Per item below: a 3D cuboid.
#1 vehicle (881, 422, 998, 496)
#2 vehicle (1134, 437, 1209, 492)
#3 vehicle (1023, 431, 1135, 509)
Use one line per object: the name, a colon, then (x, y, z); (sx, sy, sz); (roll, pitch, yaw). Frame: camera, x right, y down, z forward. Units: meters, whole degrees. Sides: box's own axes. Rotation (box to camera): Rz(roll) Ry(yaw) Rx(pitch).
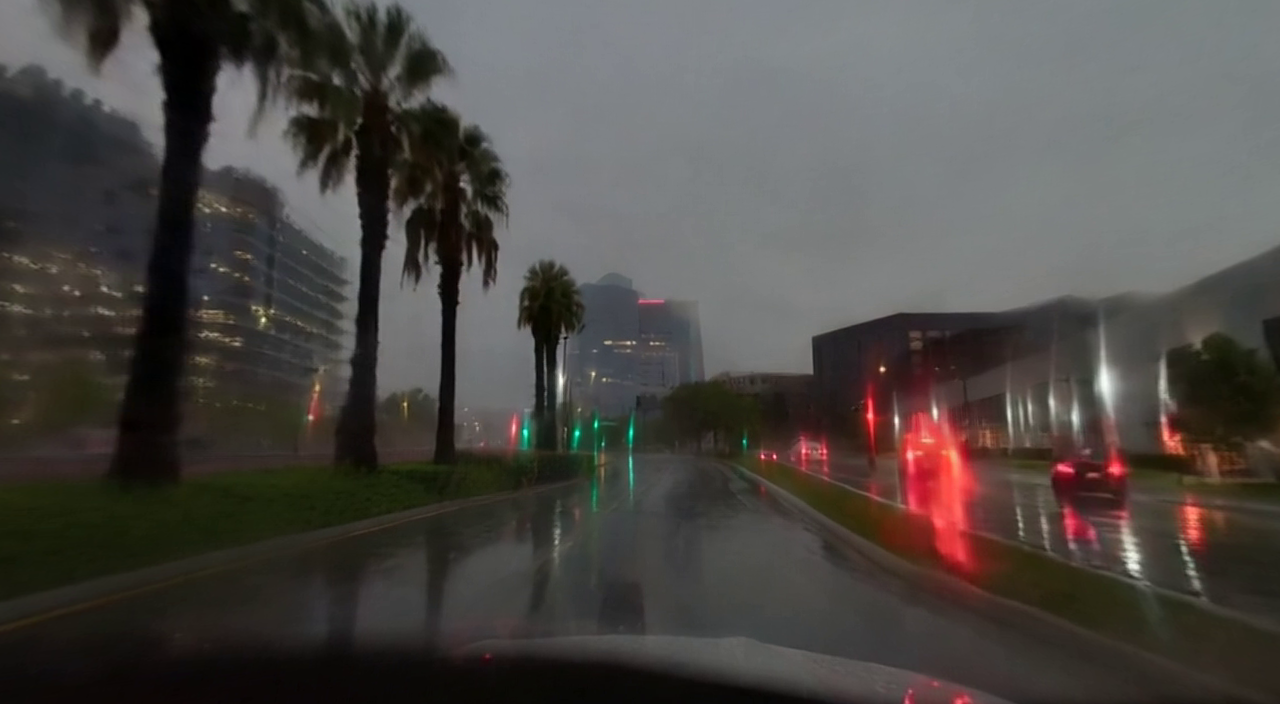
vehicle: (9.598, 3.403, 20.403); (1.813, 2.150, 3.038); (4, -7, -16)
vehicle: (30.769, 6.612, 36.619); (2.645, 2.817, 3.475); (-10, -17, 33)
vehicle: (14.031, 3.759, 20.258); (2.219, 2.342, 1.744); (-1, -9, 6)
